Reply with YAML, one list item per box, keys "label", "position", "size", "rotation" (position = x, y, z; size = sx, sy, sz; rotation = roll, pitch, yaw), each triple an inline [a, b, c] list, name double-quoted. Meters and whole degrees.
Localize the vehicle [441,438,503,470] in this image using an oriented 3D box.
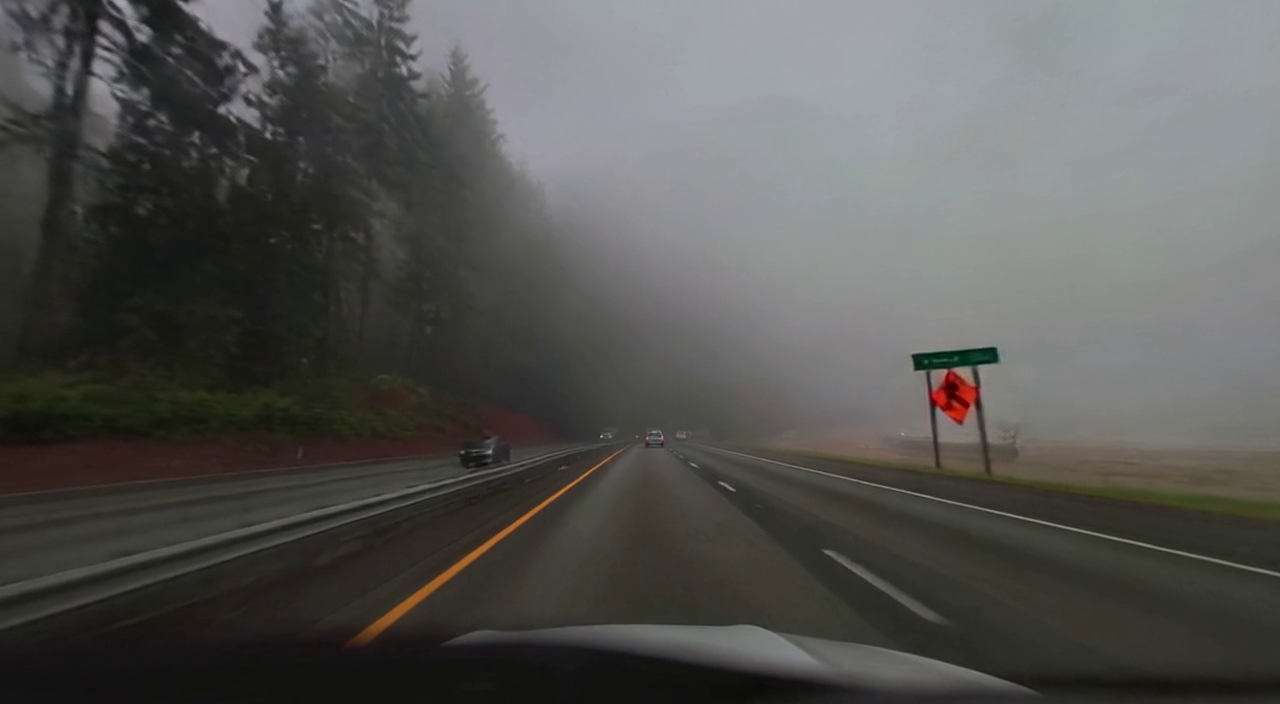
- label: "vehicle"
  position: [-8.329, 5.064, 31.640]
  size: [1.890, 1.490, 4.463]
  rotation: [0, -8, 0]
